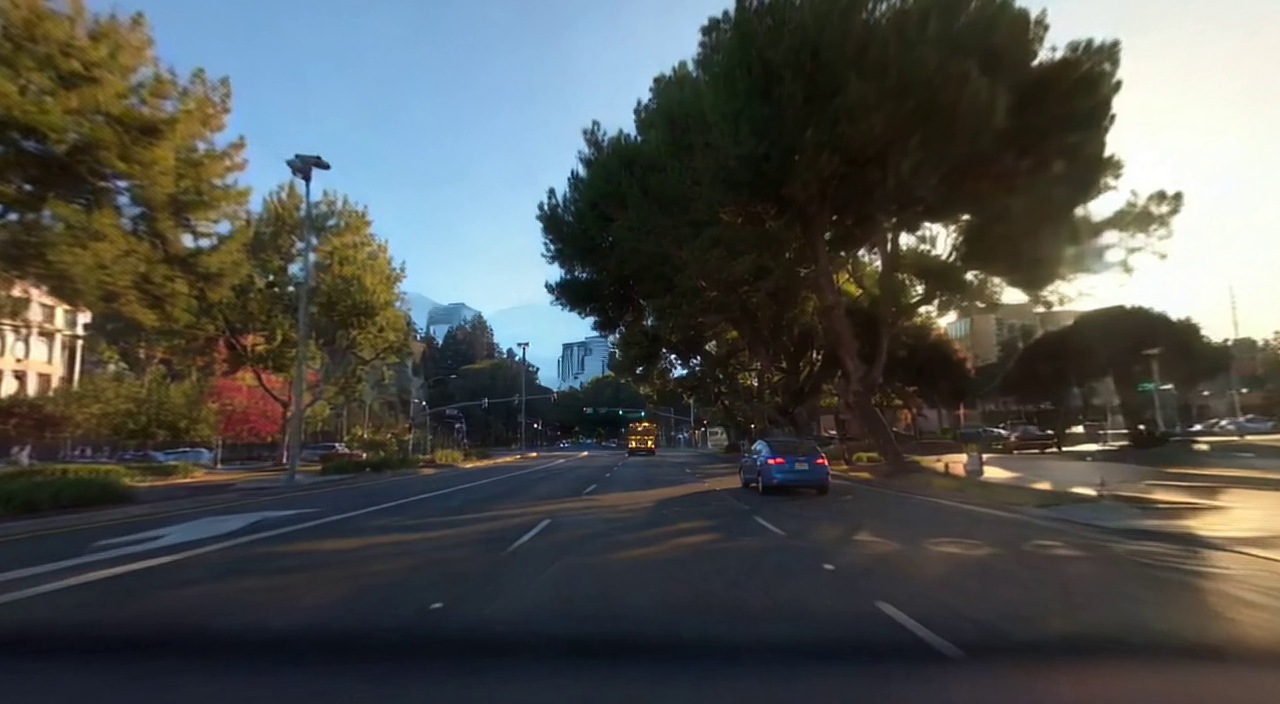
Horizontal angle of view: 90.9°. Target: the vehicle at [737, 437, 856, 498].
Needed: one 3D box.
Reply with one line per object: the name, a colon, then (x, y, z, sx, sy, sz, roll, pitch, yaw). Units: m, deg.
vehicle: (4.100, 3.111, 17.444, 2.005, 1.442, 4.675, 0, -8, -1)
